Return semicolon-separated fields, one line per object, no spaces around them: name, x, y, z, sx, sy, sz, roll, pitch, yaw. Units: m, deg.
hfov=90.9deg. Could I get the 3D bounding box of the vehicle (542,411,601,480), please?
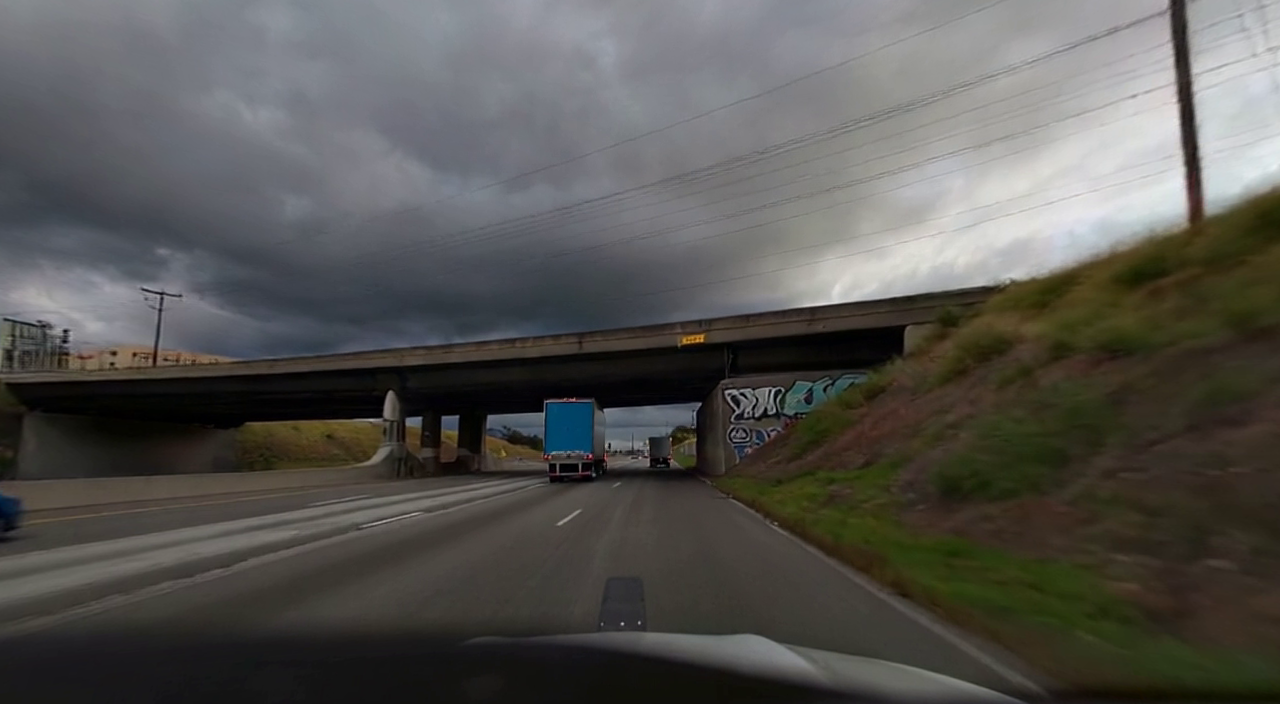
vehicle;-4.361;6.241;41.960;2.955;4.022;8.842;0;-9;0
